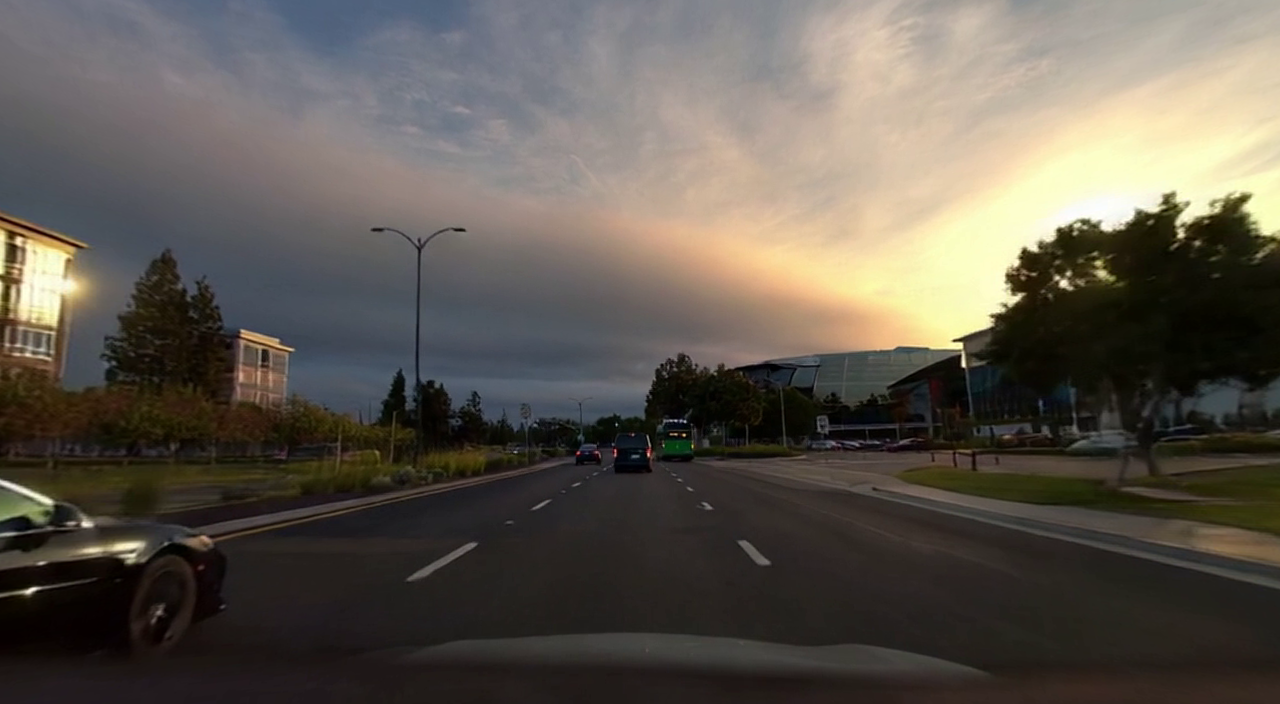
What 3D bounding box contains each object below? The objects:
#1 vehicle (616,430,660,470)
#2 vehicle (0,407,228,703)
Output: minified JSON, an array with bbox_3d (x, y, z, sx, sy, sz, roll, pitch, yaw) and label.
[{"bbox_3d":[-0.082,5.670,36.569,2.336,2.122,5.207,0,-9,1],"label":"vehicle"},{"bbox_3d":[-3.791,0.853,1.806,2.120,1.481,4.535,0,-9,1],"label":"vehicle"}]
